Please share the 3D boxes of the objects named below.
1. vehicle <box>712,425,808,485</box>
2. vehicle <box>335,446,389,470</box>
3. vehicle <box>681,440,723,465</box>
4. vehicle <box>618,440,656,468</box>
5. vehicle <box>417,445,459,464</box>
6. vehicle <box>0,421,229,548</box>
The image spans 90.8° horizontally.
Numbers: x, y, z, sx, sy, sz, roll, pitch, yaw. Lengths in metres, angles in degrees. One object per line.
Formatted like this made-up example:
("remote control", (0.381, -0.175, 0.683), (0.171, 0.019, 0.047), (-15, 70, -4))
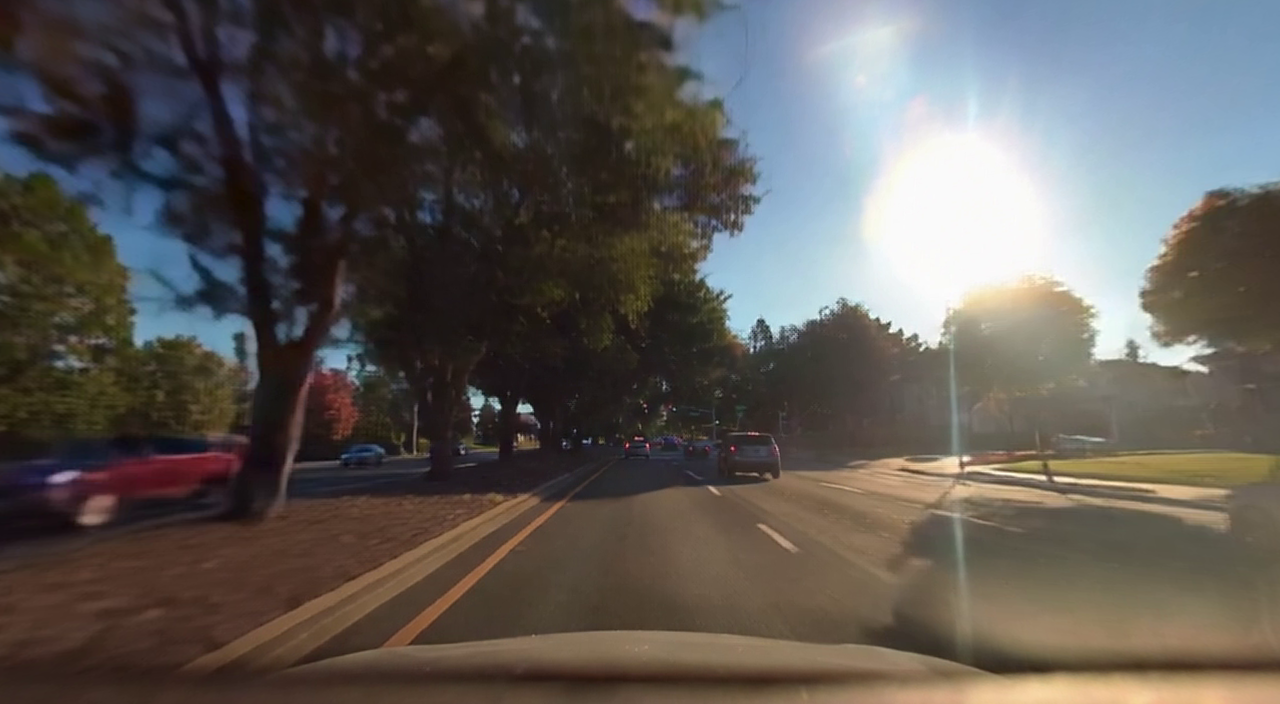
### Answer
("vehicle", (3.928, 3.508, 21.646), (2.209, 1.813, 4.724), (1, -9, -2))
("vehicle", (-19.403, 7.416, 44.299), (1.887, 1.552, 4.301), (1, -8, -1))
("vehicle", (3.749, 6.175, 38.848), (2.064, 1.474, 4.389), (0, -9, -1))
("vehicle", (-0.176, 5.738, 35.624), (1.988, 1.418, 4.214), (0, -9, 0))
("vehicle", (-15.808, 8.046, 49.641), (1.825, 1.467, 4.364), (0, -9, 0))
("vehicle", (-9.391, 2.129, 10.747), (2.058, 1.716, 4.266), (1, -9, -4))
